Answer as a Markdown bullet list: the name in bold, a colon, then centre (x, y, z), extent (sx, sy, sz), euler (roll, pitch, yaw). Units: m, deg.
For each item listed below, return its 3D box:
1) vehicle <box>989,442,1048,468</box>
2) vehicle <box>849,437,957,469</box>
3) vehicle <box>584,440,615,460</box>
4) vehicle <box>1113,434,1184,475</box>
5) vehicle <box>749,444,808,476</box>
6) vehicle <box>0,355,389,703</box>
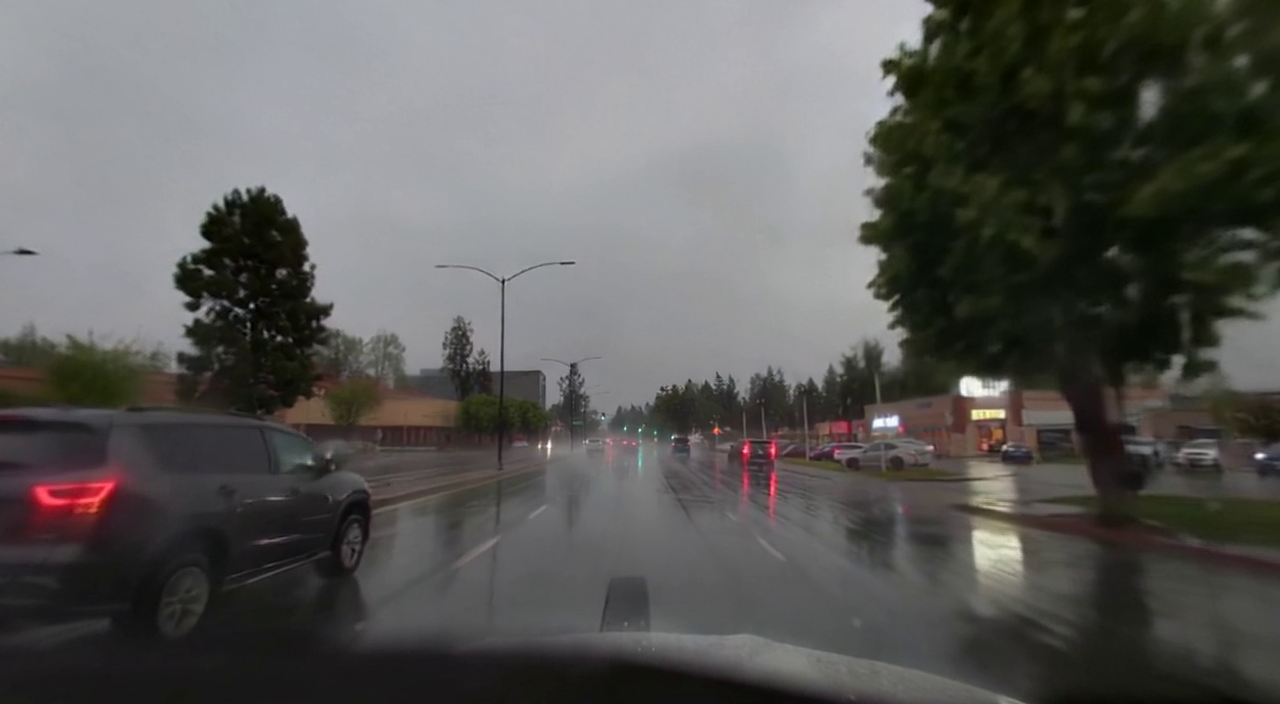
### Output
- **vehicle**: centre (26.326, 7.137, 43.803), extent (4.673, 1.696, 1.922), euler (7, -11, -39)
- **vehicle**: centre (15.174, 5.842, 36.625), extent (5.326, 1.690, 2.007), euler (-8, -11, 41)
- **vehicle**: centre (-3.000, 7.464, 47.904), extent (2.005, 1.446, 4.265), euler (0, -8, 1)
- **vehicle**: centre (26.670, 5.335, 32.966), extent (5.164, 1.952, 1.981), euler (8, -11, -42)
- **vehicle**: centre (6.722, 5.285, 31.094), extent (1.888, 1.425, 4.547), euler (0, -8, 1)
- **vehicle**: centre (-3.584, 1.112, 4.421), extent (1.983, 1.635, 3.957), euler (0, -8, 0)
